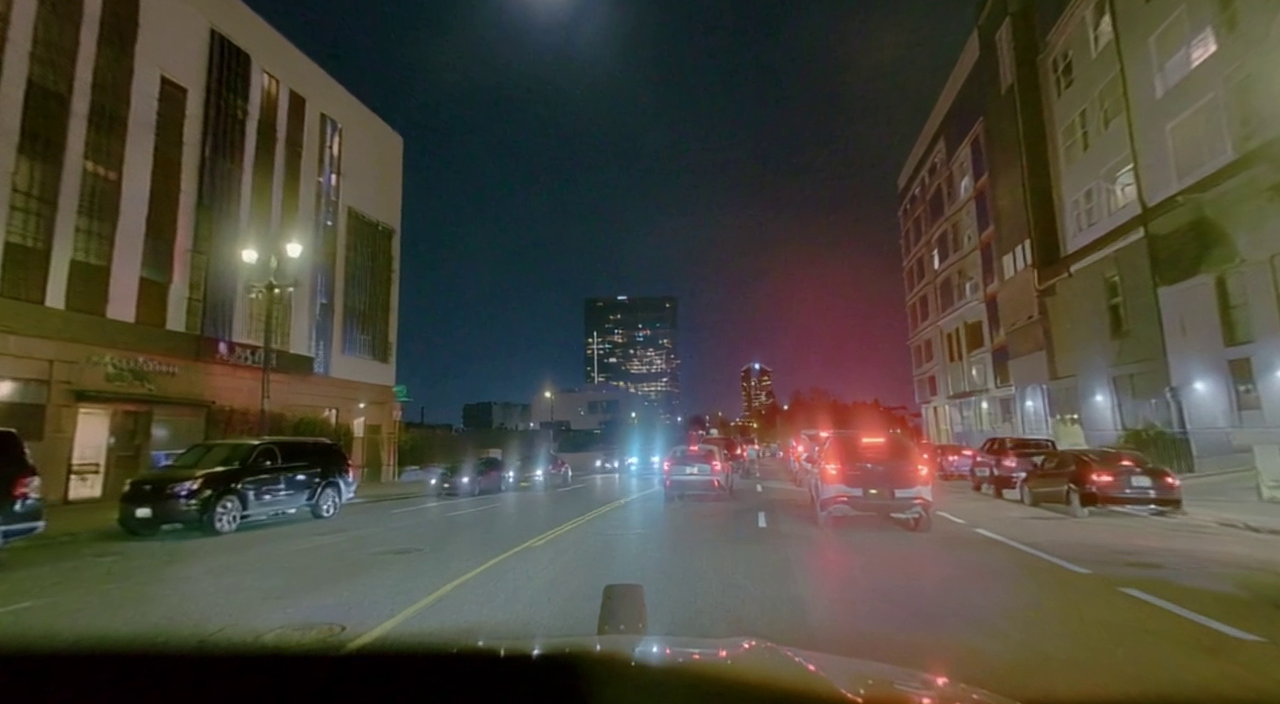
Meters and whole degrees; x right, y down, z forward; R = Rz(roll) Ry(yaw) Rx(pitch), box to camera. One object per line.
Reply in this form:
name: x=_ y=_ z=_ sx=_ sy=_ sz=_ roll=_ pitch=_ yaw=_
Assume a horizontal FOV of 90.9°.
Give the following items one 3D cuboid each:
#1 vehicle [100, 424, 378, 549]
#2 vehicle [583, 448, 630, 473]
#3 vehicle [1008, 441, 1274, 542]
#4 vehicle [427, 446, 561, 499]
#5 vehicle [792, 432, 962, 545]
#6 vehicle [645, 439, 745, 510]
vehicle: x=-7.459 y=2.486 z=12.393 sx=1.934 sy=1.770 sz=4.546 roll=-9 pitch=-9 yaw=11
vehicle: x=-2.124 y=7.013 z=40.940 sx=2.040 sy=1.492 sz=4.318 roll=-2 pitch=-9 yaw=11
vehicle: x=9.067 y=2.486 z=12.097 sx=1.901 sy=1.500 sz=4.729 roll=-2 pitch=-8 yaw=10
vehicle: x=-4.643 y=3.869 z=20.758 sx=1.928 sy=1.503 sz=4.322 roll=-4 pitch=-9 yaw=27
vehicle: x=3.724 y=2.161 z=10.733 sx=1.982 sy=1.510 sz=4.144 roll=-2 pitch=-9 yaw=11
vehicle: x=1.441 y=2.840 z=15.155 sx=2.031 sy=1.461 sz=3.763 roll=-2 pitch=-8 yaw=10
